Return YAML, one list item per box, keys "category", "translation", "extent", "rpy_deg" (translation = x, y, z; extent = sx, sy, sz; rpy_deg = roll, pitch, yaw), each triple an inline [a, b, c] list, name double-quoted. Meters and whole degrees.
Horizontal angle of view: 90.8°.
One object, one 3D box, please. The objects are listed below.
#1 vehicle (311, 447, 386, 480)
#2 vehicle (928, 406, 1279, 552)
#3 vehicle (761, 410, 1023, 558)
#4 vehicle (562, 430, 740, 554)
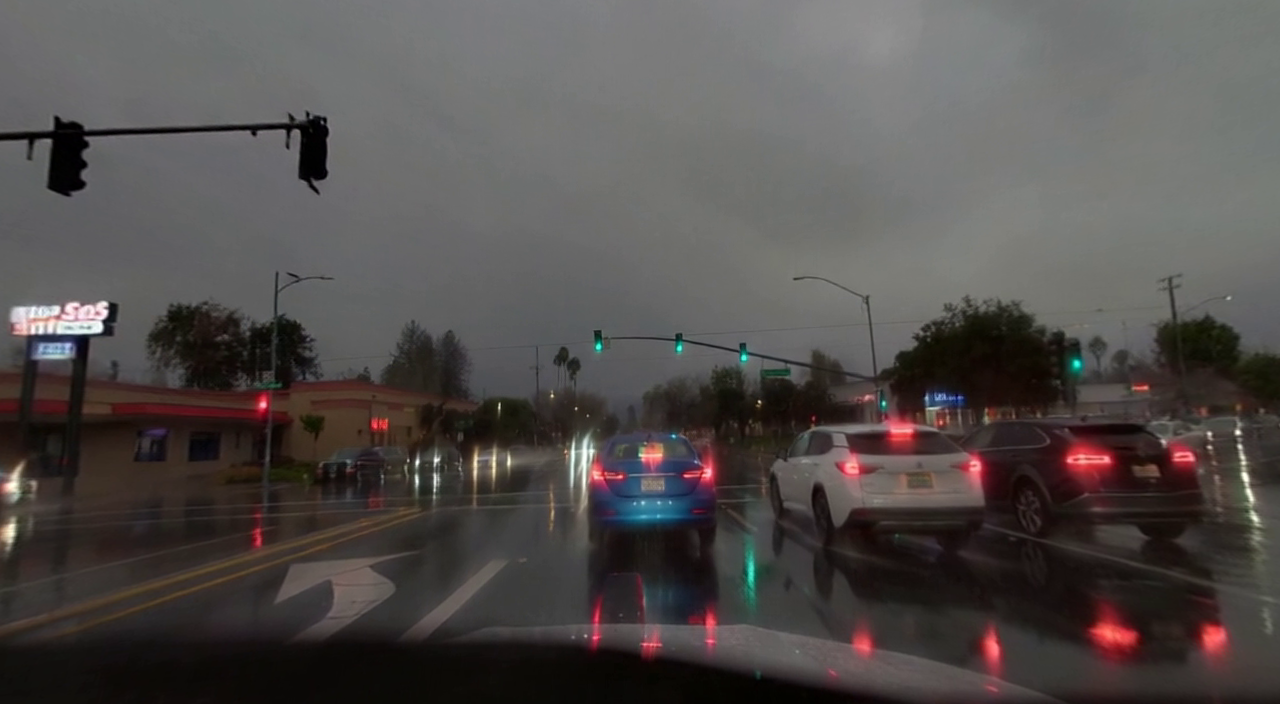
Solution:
- category: "vehicle"
  translation: [-18.577, 7.085, 40.654]
  extent: [2.324, 1.911, 5.610]
  rpy_deg: [0, -8, -2]
- category: "vehicle"
  translation: [6.457, 1.808, 9.623]
  extent: [2.009, 1.700, 4.275]
  rpy_deg: [0, -8, -1]
- category: "vehicle"
  translation: [3.266, 1.826, 9.459]
  extent: [1.973, 1.633, 4.717]
  rpy_deg: [0, -8, 0]
- category: "vehicle"
  translation: [0.098, 1.986, 9.691]
  extent: [2.135, 1.468, 4.076]
  rpy_deg: [0, -8, -1]
